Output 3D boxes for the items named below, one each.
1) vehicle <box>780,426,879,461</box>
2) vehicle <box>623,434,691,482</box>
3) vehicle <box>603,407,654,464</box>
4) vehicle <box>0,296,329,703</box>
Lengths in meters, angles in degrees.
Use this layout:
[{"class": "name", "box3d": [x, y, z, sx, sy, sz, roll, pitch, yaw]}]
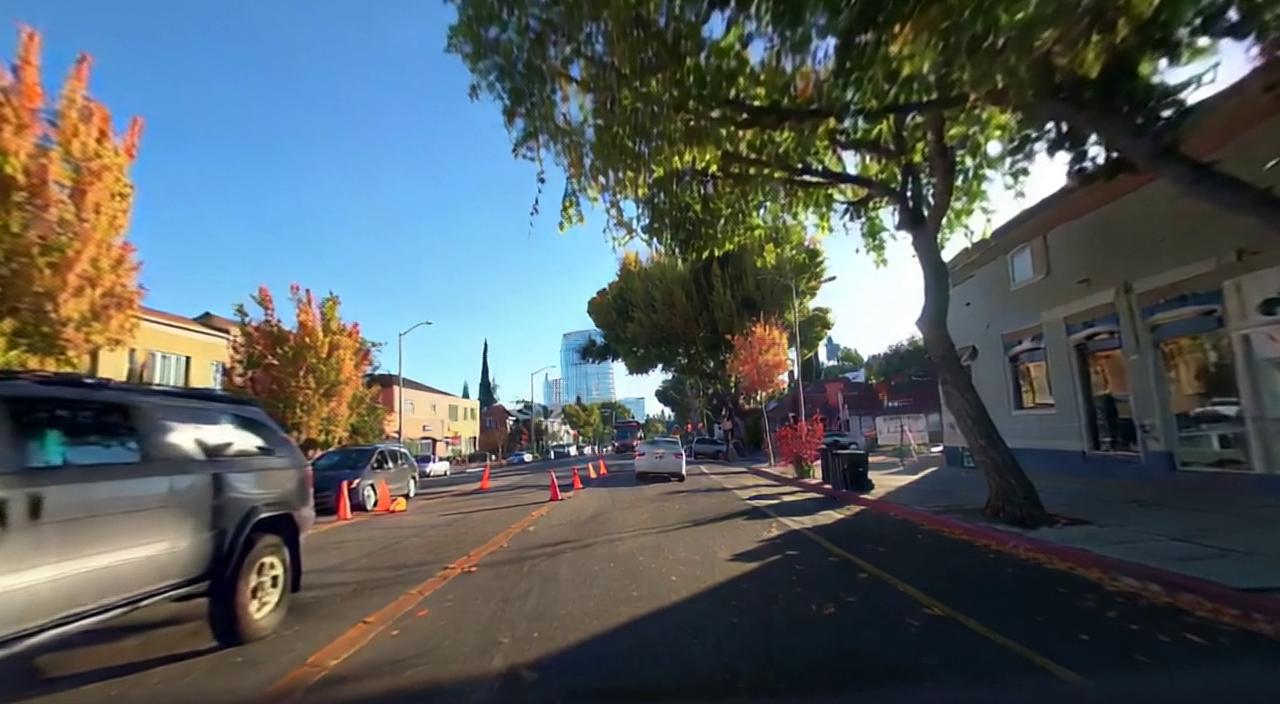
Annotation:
[{"class": "vehicle", "box3d": [10.846, 5.249, 36.419, 4.859, 1.914, 2.333, 1, -8, -4]}, {"class": "vehicle", "box3d": [0.606, 3.669, 22.240, 2.159, 1.506, 4.086, 0, -8, 2]}, {"class": "vehicle", "box3d": [-0.754, 5.783, 43.308, 2.977, 3.271, 12.748, 0, -8, -1]}, {"class": "vehicle", "box3d": [-4.314, 0.787, 2.675, 2.500, 2.128, 6.396, -2, -8, 3]}]
